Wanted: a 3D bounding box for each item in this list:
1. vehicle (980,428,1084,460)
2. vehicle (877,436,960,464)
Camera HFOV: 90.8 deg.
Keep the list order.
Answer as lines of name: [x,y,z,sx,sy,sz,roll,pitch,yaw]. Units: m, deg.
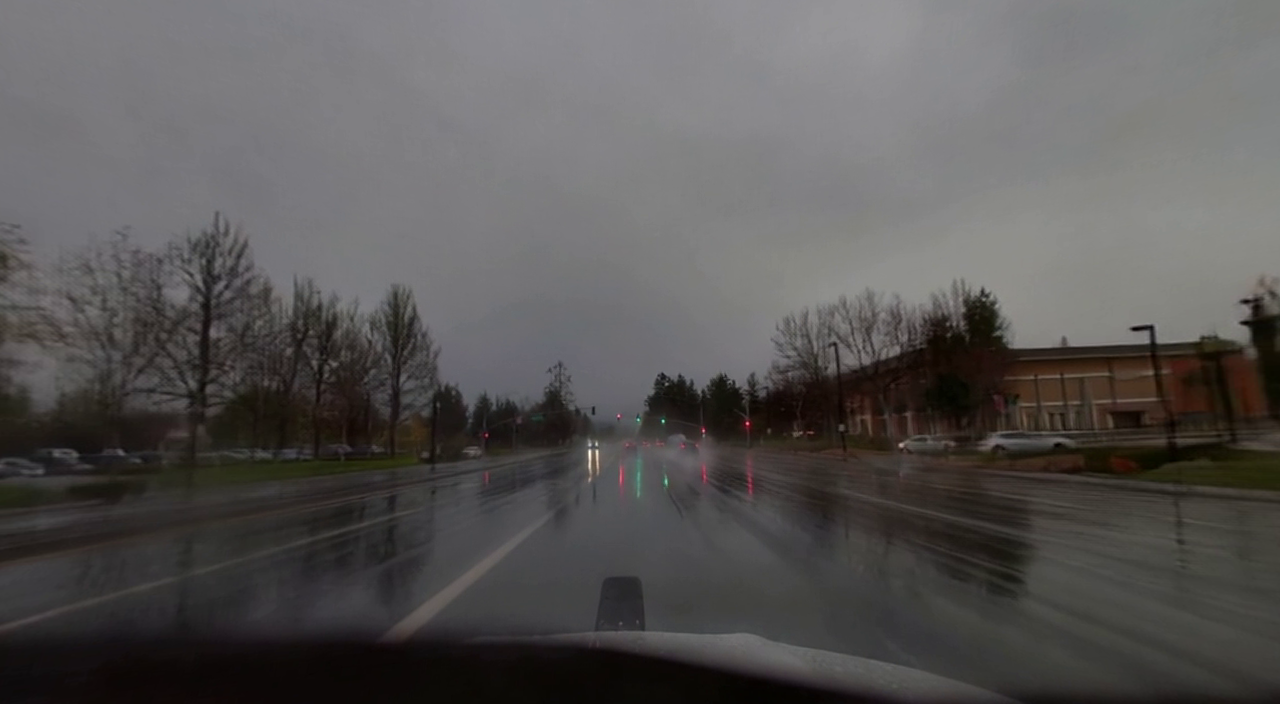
vehicle: [23.834,5.595,38.513,4.893,1.873,2.191,0,-8,-3]
vehicle: [18.171,6.437,41.385,4.427,1.747,2.024,0,-9,-2]
